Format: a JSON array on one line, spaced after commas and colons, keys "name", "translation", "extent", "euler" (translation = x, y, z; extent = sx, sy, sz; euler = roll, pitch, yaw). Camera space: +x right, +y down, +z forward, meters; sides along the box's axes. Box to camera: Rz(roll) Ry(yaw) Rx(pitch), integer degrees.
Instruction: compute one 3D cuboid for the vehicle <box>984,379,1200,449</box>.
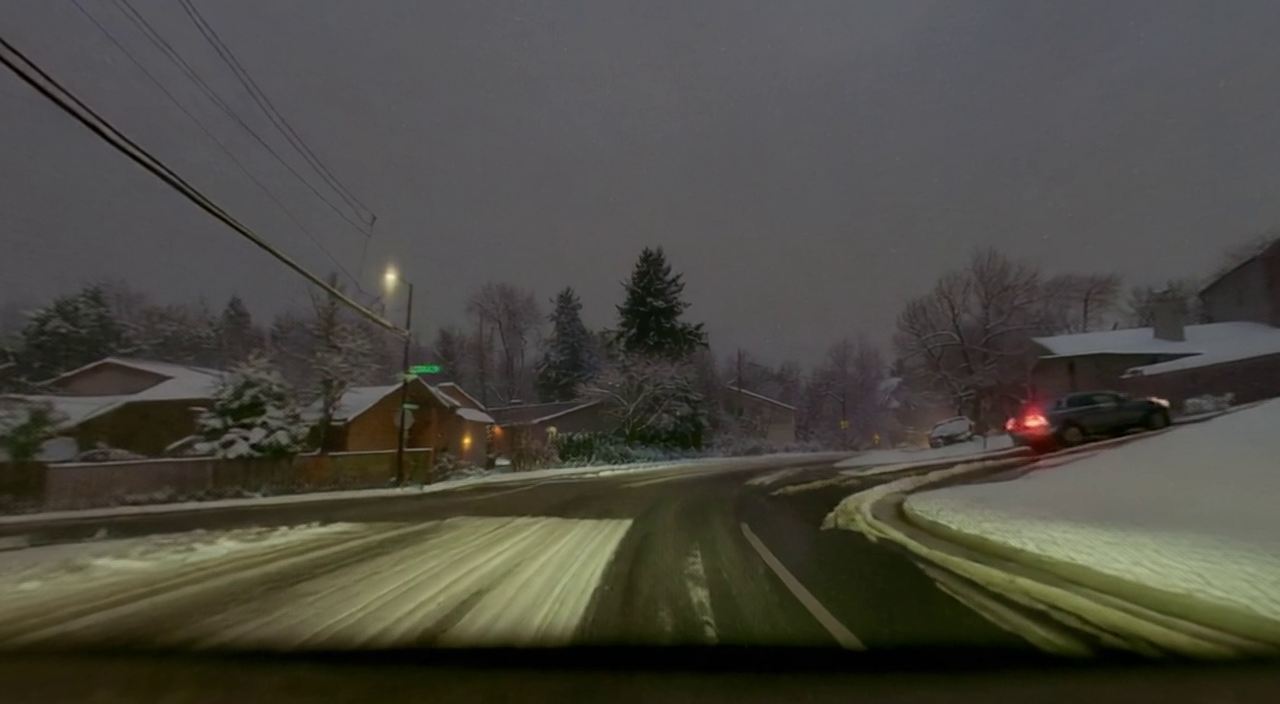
[{"name": "vehicle", "translation": [13.529, 1.924, 19.121], "extent": [4.810, 1.732, 2.176], "euler": [-3, -9, -3]}]
